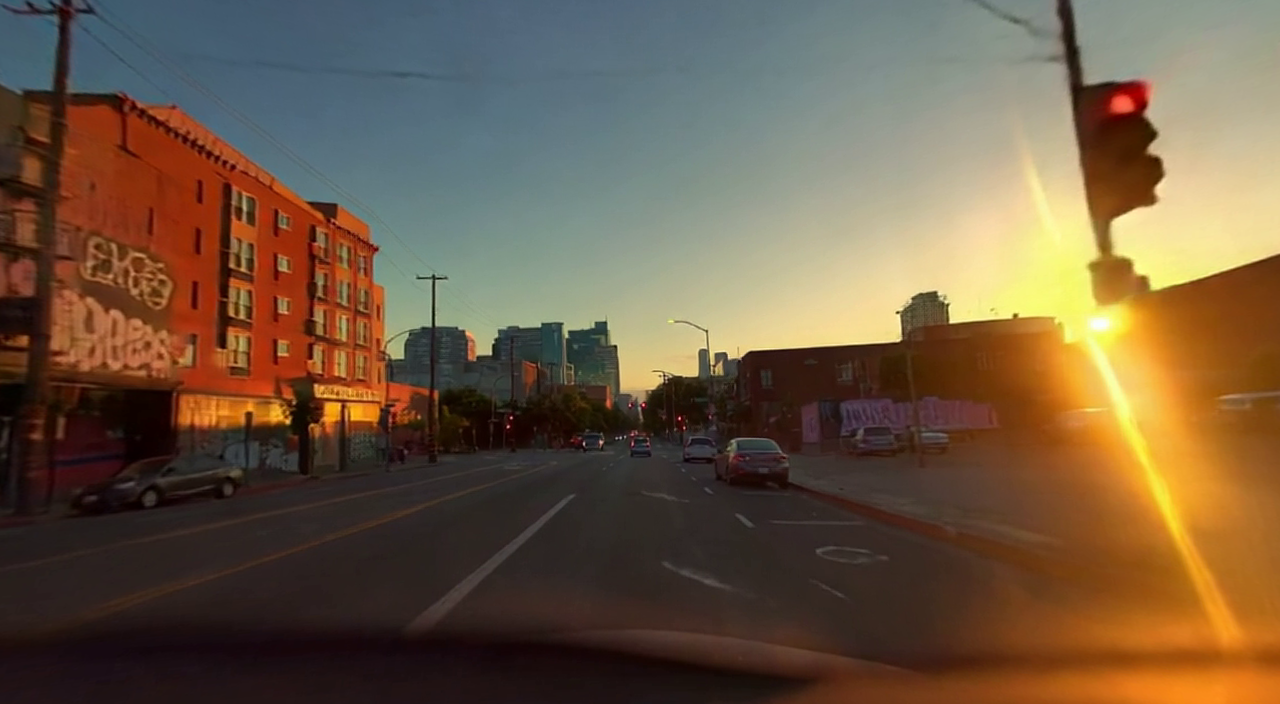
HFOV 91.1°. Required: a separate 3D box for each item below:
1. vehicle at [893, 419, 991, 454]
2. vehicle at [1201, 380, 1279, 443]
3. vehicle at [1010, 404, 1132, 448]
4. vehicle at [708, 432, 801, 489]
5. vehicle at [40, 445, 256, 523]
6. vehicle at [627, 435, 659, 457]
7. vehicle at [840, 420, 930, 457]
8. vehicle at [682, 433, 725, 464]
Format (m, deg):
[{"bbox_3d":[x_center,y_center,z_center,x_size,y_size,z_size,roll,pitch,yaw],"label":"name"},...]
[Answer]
[{"bbox_3d":[13.359,3.790,28.163,1.819,1.450,4.707,0,-8,-3],"label":"vehicle"},{"bbox_3d":[22.974,2.273,23.060,2.086,2.078,5.513,-4,-9,27],"label":"vehicle"},{"bbox_3d":[18.282,3.210,26.944,2.002,1.731,4.413,0,-8,-1],"label":"vehicle"},{"bbox_3d":[3.333,3.243,19.154,2.062,1.535,4.206,0,-8,0],"label":"vehicle"},{"bbox_3d":[-15.230,4.028,20.055,2.048,1.814,5.998,-7,-8,1],"label":"vehicle"},{"bbox_3d":[0.217,6.651,44.623,2.153,1.505,4.452,0,-8,0],"label":"vehicle"},{"bbox_3d":[10.974,3.947,28.567,1.956,1.514,4.862,0,-8,-2],"label":"vehicle"},{"bbox_3d":[3.632,5.609,36.652,1.938,1.714,4.402,0,-8,-1],"label":"vehicle"}]
